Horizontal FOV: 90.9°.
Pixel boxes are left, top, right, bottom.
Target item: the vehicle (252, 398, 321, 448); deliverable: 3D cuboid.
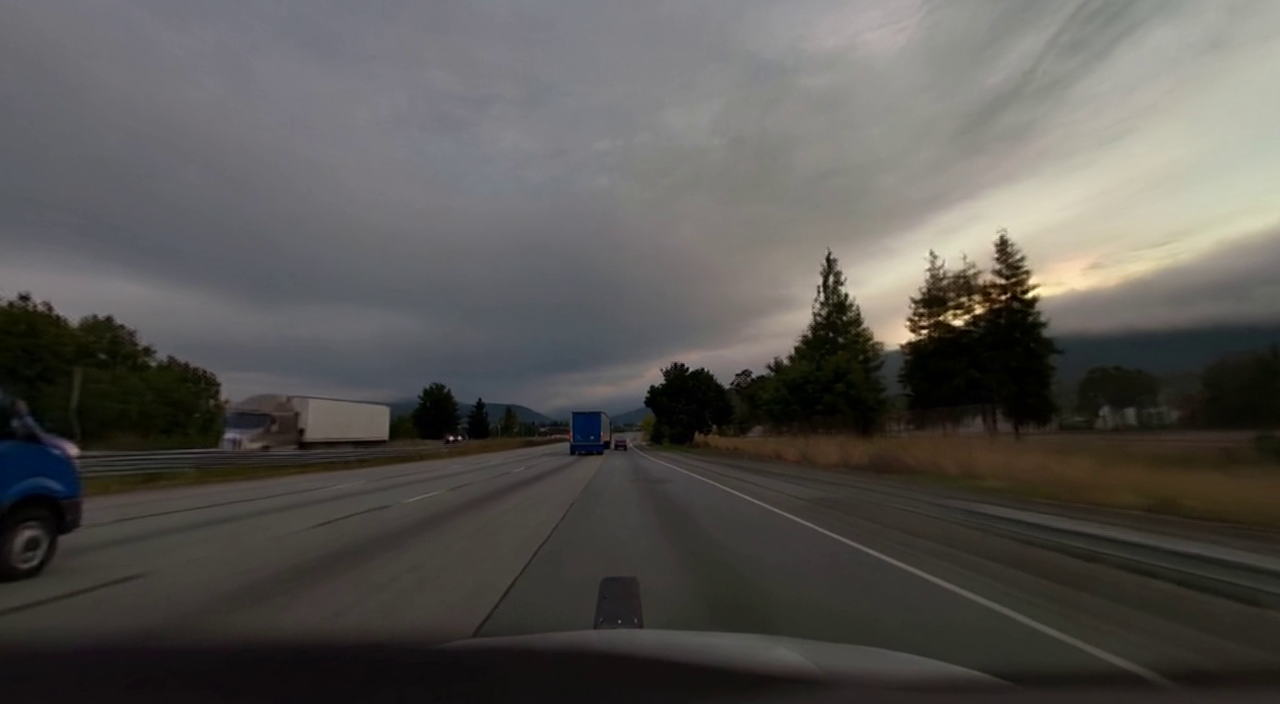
[{"bbox_3d":[-27.302,5.551,48.810,3.342,3.725,3.185,0,-8,-2],"label":"vehicle"}]
